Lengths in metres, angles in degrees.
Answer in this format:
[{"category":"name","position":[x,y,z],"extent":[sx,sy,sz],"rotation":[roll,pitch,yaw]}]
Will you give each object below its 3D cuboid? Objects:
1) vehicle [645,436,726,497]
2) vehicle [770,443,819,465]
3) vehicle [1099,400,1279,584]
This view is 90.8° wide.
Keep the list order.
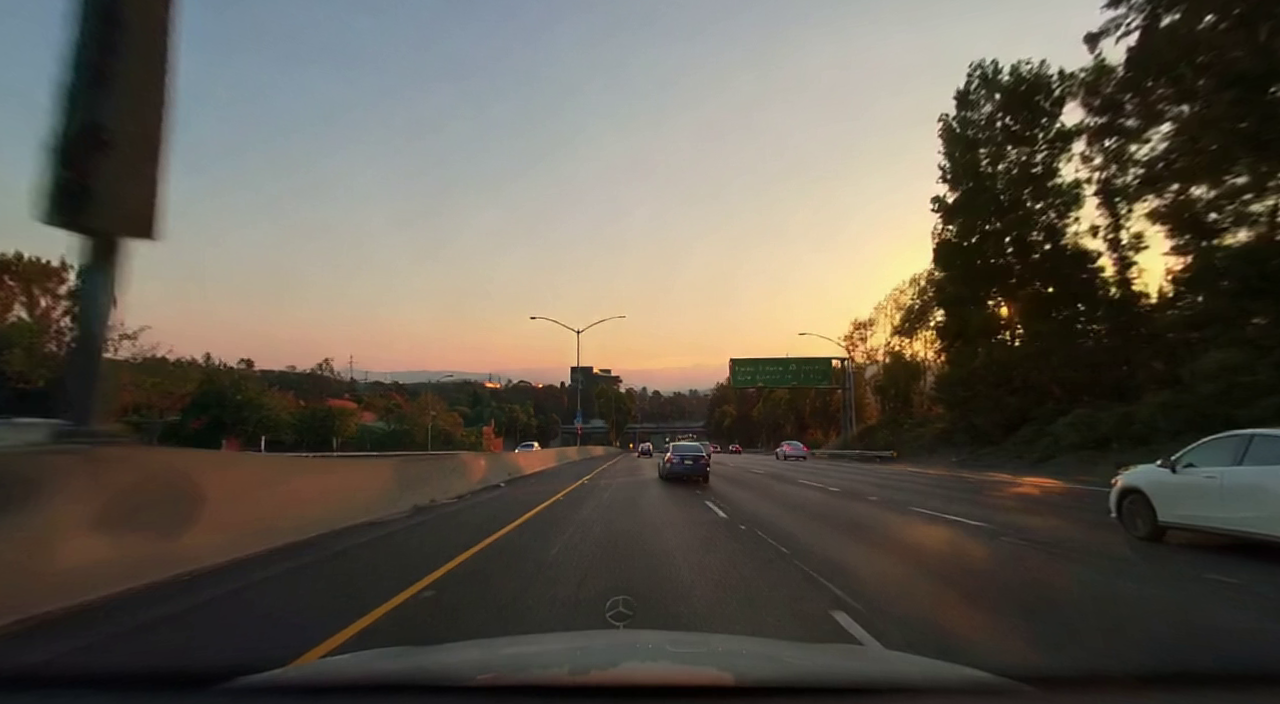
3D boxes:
[{"category":"vehicle","position":[1.226,3.345,18.954],"extent":[1.864,1.566,4.446],"rotation":[0,-8,-3]},{"category":"vehicle","position":[10.751,7.095,44.242],"extent":[2.087,1.442,4.834],"rotation":[0,-9,-1]},{"category":"vehicle","position":[6.907,1.273,5.731],"extent":[2.027,1.679,4.543],"rotation":[0,-9,0]}]
